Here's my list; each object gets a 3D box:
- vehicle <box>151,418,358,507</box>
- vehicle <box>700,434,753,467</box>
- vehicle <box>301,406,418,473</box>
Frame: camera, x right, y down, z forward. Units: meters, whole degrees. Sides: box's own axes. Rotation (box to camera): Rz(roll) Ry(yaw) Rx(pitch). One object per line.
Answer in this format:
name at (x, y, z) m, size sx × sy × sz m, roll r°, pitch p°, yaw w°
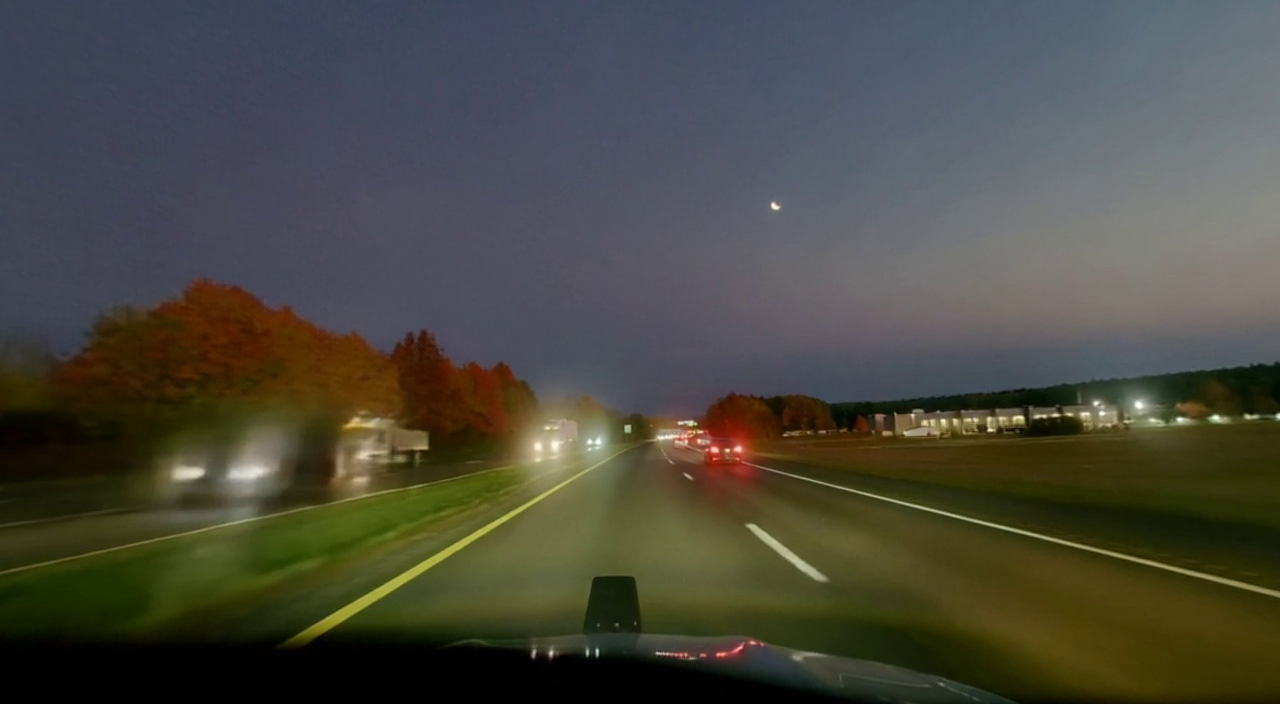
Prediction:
vehicle at (-8.711, 2.521, 14.830) m, size 1.954 × 1.757 × 4.603 m, roll 0°, pitch -8°, yaw 0°
vehicle at (4.266, 4.920, 31.667) m, size 2.024 × 1.516 × 4.197 m, roll 0°, pitch -8°, yaw -1°
vehicle at (-13.026, 4.138, 29.816) m, size 2.524 × 2.819 × 6.073 m, roll -1°, pitch -8°, yaw 2°
